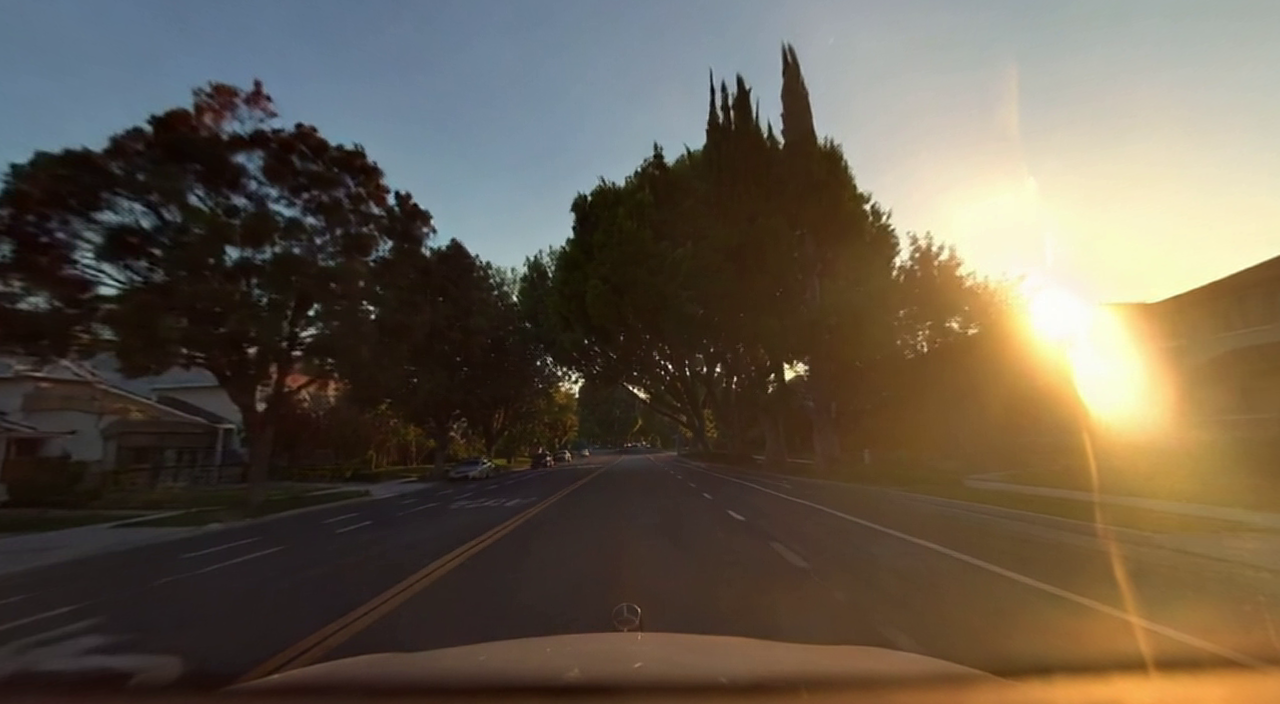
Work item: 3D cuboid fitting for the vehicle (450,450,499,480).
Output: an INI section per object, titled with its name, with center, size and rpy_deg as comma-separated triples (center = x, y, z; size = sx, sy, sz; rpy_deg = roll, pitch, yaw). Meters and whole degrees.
[vehicle]
center = -10.743, 7.331, 41.265
size = 1.989, 1.610, 4.337
rpy_deg = -5, -8, 0
